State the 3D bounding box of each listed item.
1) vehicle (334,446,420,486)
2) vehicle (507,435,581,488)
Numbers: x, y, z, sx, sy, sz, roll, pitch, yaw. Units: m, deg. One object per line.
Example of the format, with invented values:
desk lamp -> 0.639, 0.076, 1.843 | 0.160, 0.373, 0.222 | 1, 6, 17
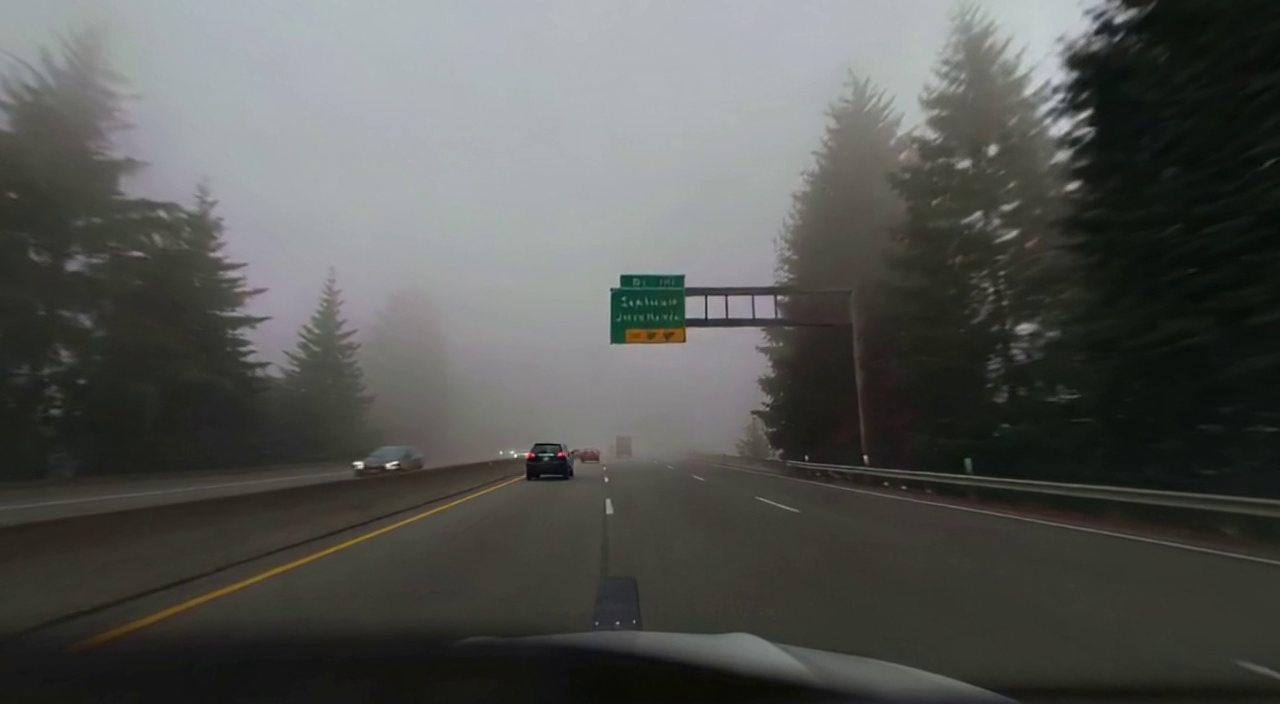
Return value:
vehicle -> -11.827, 5.113, 28.568 | 2.044, 1.638, 4.642 | 0, -9, -2
vehicle -> -3.358, 3.923, 22.719 | 2.151, 1.693, 4.201 | 0, -9, -2
